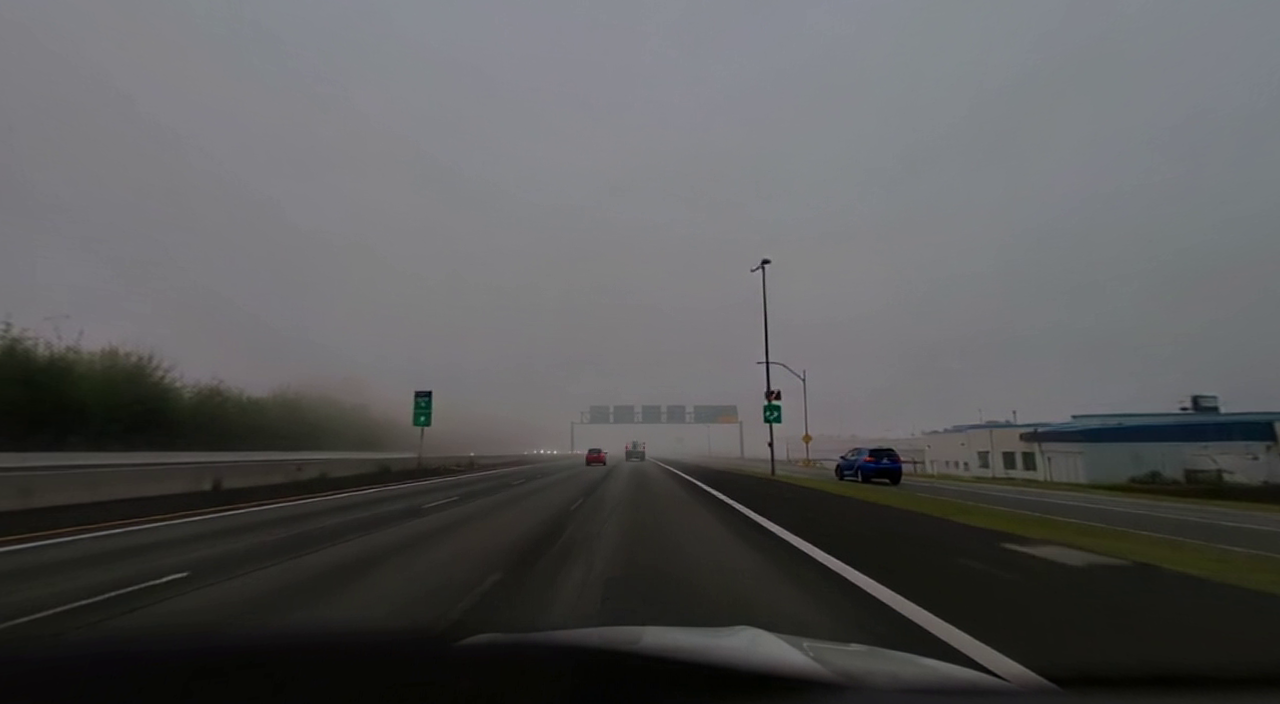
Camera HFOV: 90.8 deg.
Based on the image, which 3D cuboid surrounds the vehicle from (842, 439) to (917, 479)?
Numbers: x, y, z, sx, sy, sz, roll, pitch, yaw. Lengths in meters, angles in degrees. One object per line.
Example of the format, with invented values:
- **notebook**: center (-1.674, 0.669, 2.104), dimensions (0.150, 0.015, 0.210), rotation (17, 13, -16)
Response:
- **vehicle**: center (15.058, 6.775, 40.116), dimensions (2.411, 2.326, 5.300), rotation (0, -9, -3)
